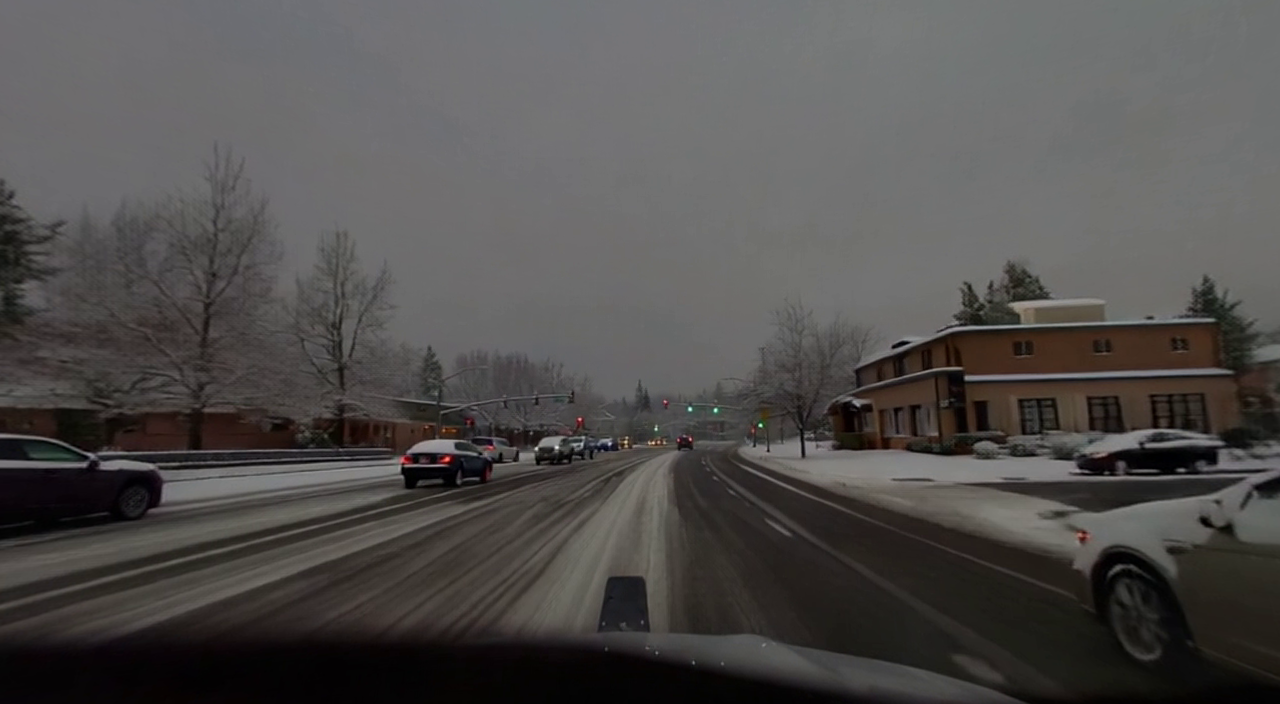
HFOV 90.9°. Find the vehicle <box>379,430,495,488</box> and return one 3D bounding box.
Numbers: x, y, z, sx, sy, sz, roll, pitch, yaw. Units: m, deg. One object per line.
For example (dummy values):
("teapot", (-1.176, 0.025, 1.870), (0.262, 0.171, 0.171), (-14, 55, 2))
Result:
("vehicle", (-6.206, 3.318, 19.902), (1.988, 1.597, 4.404), (0, -8, 3))

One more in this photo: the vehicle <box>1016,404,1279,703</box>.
("vehicle", (3.851, 0.930, 2.395), (2.003, 1.494, 4.705), (0, -8, 1))

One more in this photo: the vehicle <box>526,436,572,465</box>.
("vehicle", (-5.341, 5.816, 37.460), (1.870, 1.616, 3.765), (-1, -8, 5))

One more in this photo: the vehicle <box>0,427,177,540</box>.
("vehicle", (-9.852, 1.966, 9.719), (1.951, 1.554, 4.444), (0, -8, 2))
